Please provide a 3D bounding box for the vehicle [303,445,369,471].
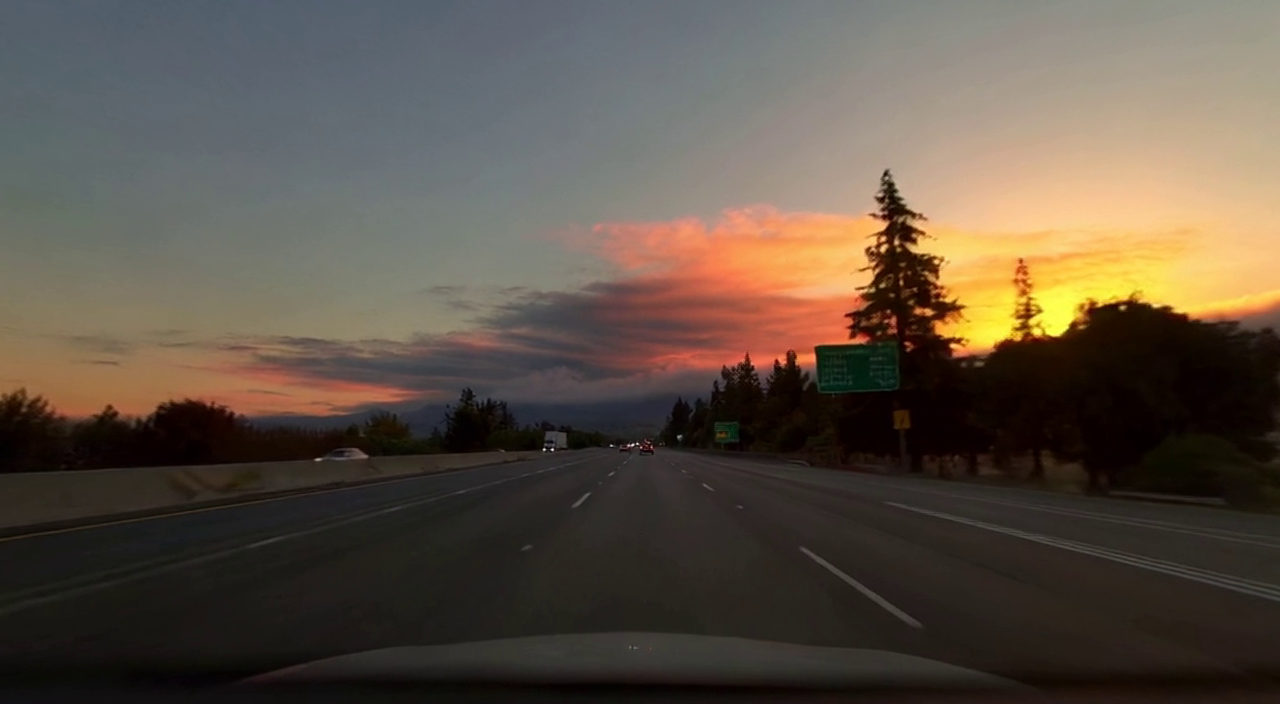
[{"bbox_3d":[-21.250,7.373,44.325,2.028,1.699,4.936,0,-8,1],"label":"vehicle"}]
